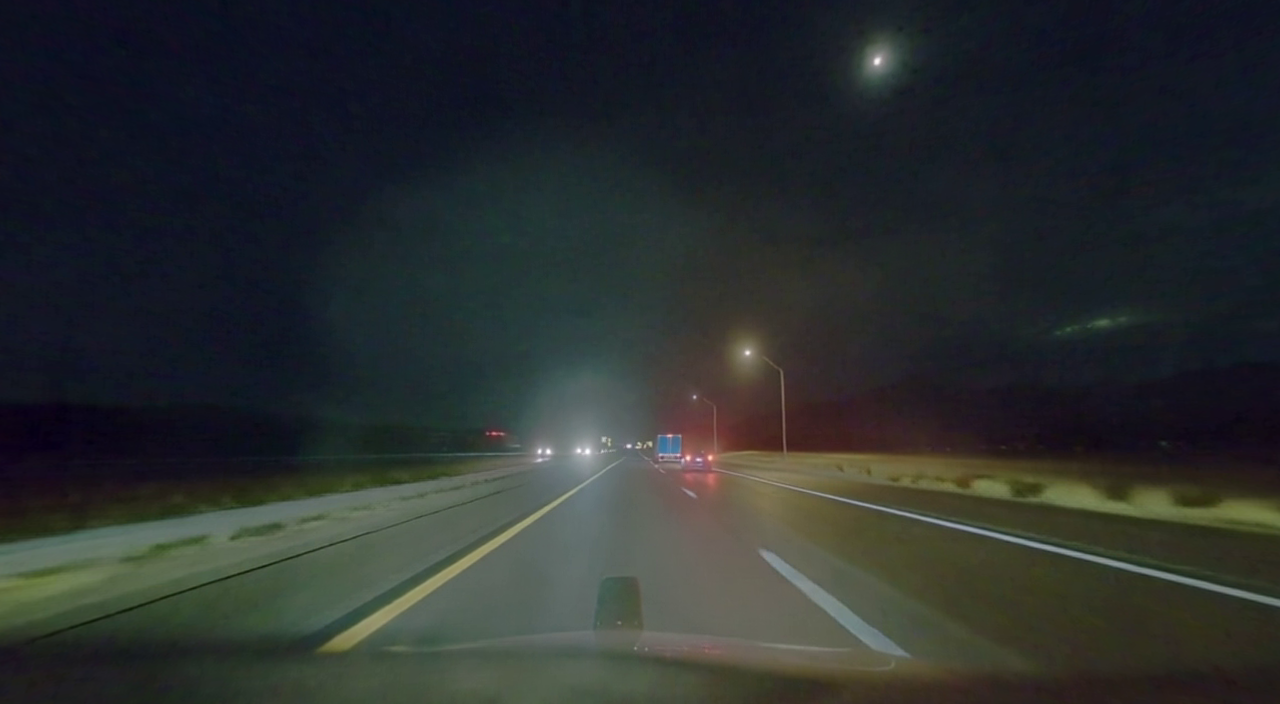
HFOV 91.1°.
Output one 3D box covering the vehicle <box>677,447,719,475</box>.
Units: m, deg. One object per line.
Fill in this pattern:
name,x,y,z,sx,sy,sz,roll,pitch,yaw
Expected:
vehicle,3.128,5.985,34.738,1.836,1.459,3.766,0,-9,-2
